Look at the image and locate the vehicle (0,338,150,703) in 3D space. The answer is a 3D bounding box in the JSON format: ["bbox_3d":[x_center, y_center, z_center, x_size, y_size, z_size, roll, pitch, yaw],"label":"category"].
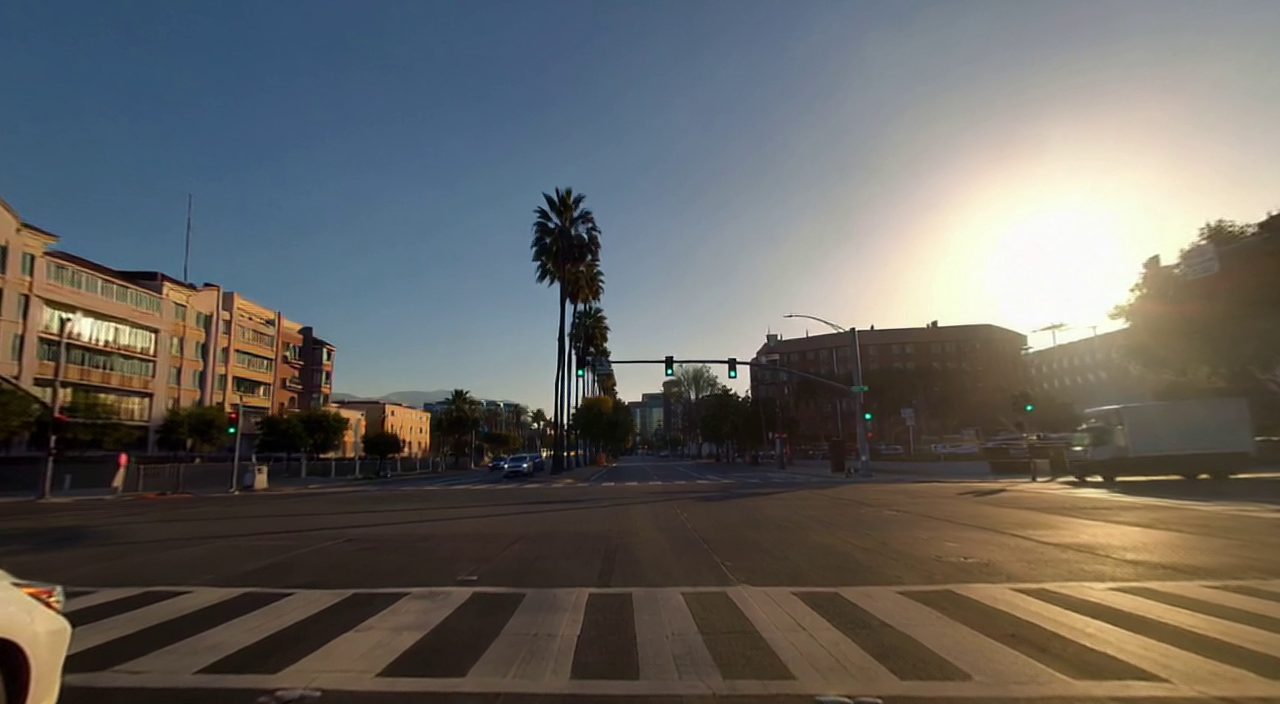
[{"bbox_3d":[-3.390,0.547,0.641,2.026,1.723,4.832,0,-9,-2],"label":"vehicle"}]

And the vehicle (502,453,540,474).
[{"bbox_3d":[-9.147,8.623,48.985,2.095,1.482,4.523,0,-9,0],"label":"vehicle"}]

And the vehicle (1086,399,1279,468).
[{"bbox_3d":[32.565,5.026,38.406,2.863,3.609,10.252,0,-9,-3],"label":"vehicle"}]
